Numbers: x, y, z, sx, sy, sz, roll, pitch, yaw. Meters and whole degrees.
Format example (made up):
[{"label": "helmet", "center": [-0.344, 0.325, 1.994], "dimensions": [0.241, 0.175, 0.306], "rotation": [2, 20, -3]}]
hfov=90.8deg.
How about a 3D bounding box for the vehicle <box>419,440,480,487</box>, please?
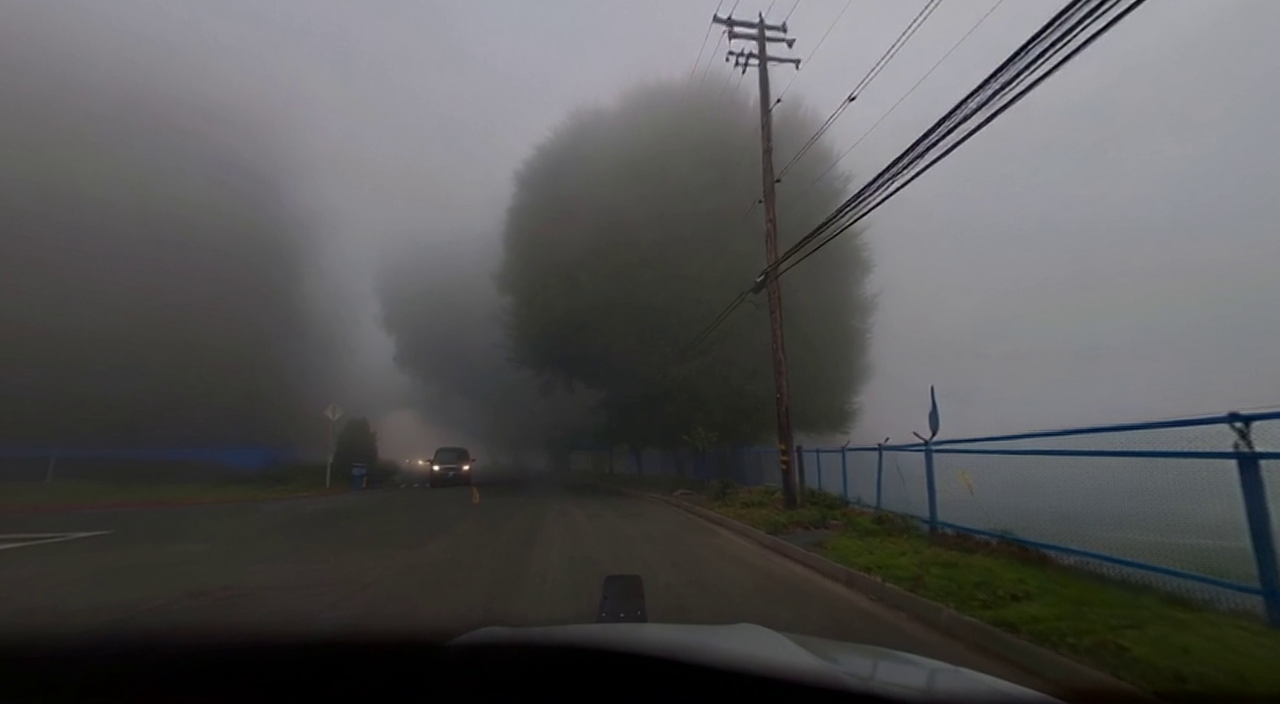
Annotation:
[{"label": "vehicle", "center": [-8.364, 4.904, 28.079], "dimensions": [2.185, 1.901, 4.177], "rotation": [2, -9, -12]}]
